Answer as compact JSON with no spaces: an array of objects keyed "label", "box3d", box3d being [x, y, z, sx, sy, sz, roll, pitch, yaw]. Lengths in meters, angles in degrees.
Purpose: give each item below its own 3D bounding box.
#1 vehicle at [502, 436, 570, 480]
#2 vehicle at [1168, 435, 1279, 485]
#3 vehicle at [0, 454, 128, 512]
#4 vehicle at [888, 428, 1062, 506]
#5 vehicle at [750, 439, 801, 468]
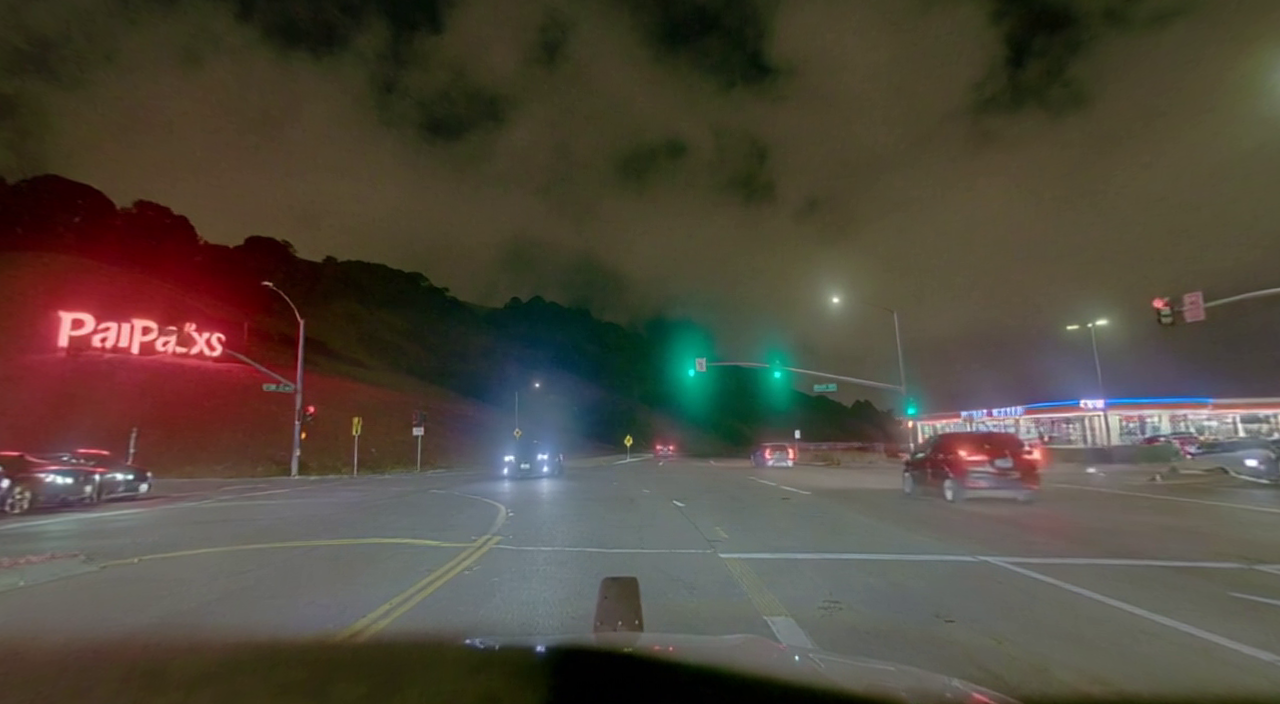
[{"label":"vehicle","box3d":[-4.711,4.890,29.272,2.238,1.883,4.503,0,-9,2]},{"label":"vehicle","box3d":[25.029,4.457,26.064,4.546,1.944,2.051,1,-9,-5]},{"label":"vehicle","box3d":[-19.790,4.210,20.476,4.440,1.748,2.033,0,-8,1]},{"label":"vehicle","box3d":[9.273,3.222,18.096,2.114,1.898,4.996,0,-9,-2]},{"label":"vehicle","box3d":[9.147,6.898,42.866,2.273,1.839,4.218,1,-9,-4]}]
